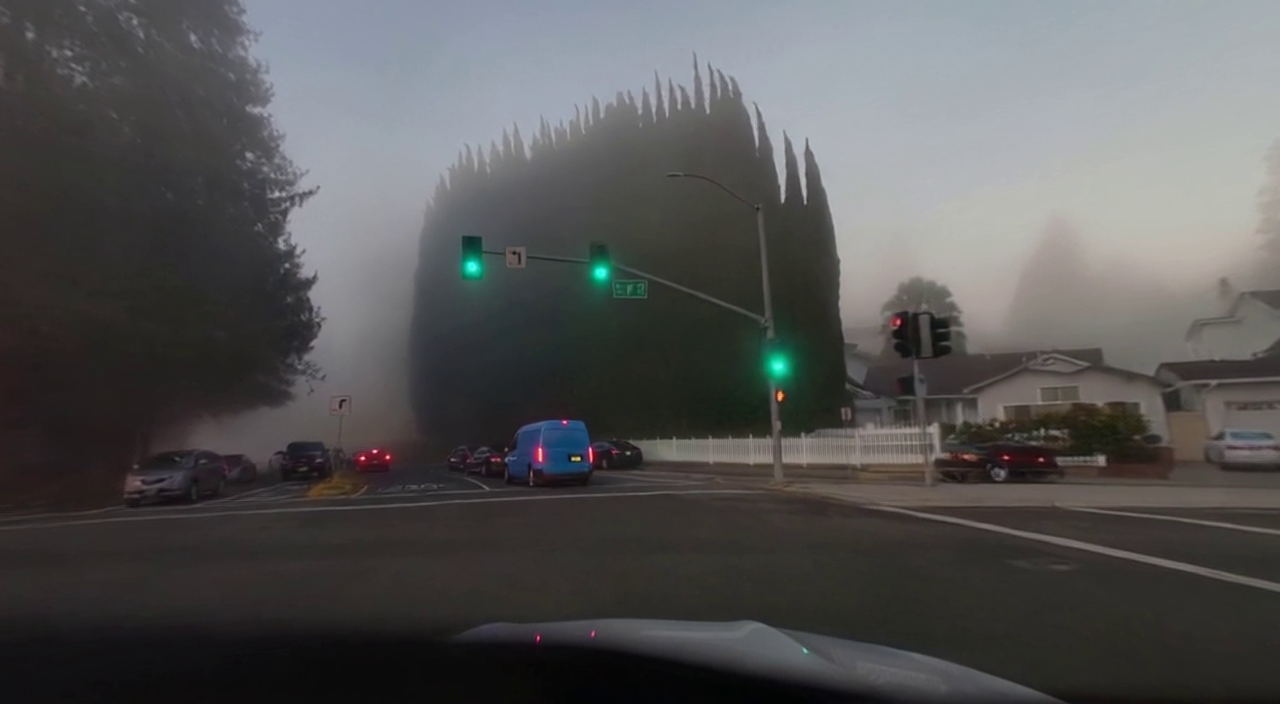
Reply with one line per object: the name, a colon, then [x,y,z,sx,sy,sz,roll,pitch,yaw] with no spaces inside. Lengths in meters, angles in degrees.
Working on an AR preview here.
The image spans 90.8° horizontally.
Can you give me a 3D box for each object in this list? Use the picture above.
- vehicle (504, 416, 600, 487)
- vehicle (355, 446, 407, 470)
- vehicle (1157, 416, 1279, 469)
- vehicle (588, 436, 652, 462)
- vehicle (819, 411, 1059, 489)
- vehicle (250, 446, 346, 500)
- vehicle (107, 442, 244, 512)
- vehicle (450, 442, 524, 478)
vehicle: [-3.167,3.402,21.848,2.213,2.124,4.809,3,-9,-21]
vehicle: [-17.518,7.114,42.640,1.911,1.493,4.291,7,-11,-40]
vehicle: [22.051,3.316,23.360,4.268,1.765,1.989,-7,-7,42]
vehicle: [-1.423,7.135,46.589,4.559,1.754,1.985,8,-12,-44]
vehicle: [8.953,2.994,19.487,2.514,2.026,6.104,8,-12,-44]
vehicle: [-10.475,3.659,19.701,1.952,1.461,4.377,3,-9,-20]
vehicle: [-13.782,3.653,19.119,2.078,1.783,4.670,3,-9,-21]
vehicle: [-7.028,4.847,28.662,2.008,1.445,4.386,5,-10,-31]
